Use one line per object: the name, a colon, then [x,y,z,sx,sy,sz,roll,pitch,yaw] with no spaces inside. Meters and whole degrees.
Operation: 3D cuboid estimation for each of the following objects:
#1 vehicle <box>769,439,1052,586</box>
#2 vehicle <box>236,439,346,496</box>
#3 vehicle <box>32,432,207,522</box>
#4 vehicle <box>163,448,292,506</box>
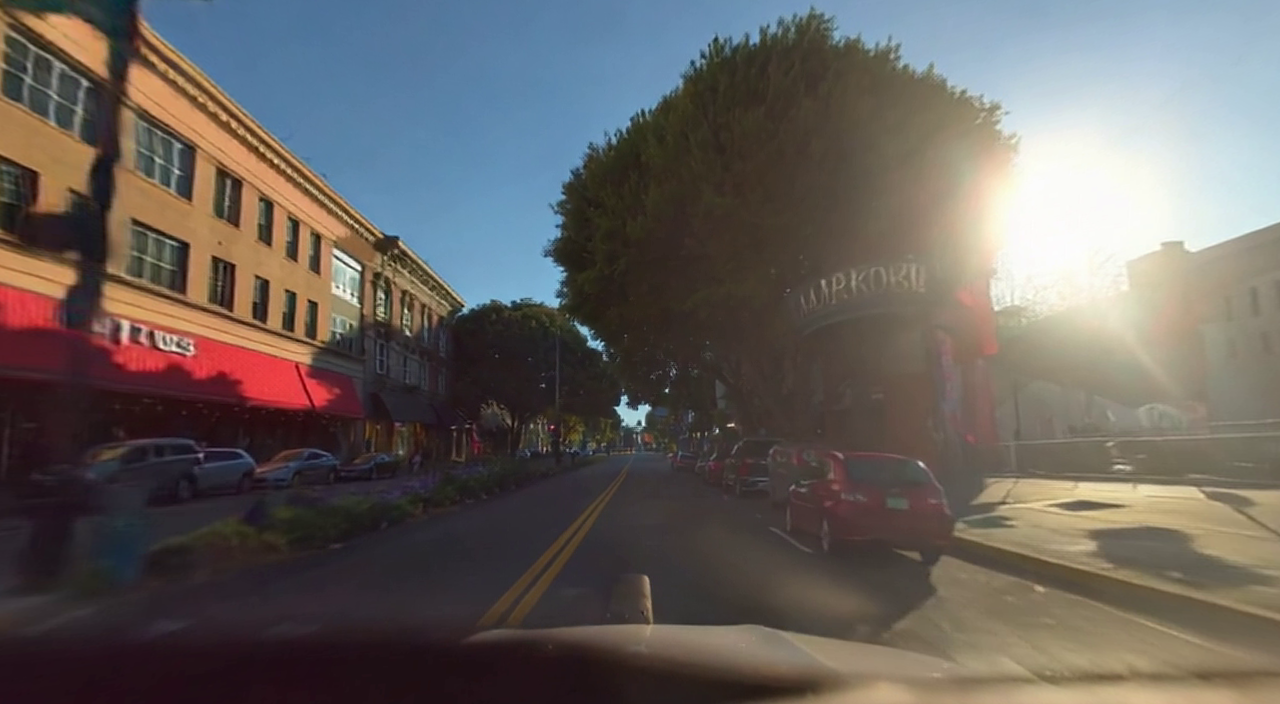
vehicle: [3.357,2.062,9.019,2.120,1.560,4.402,0,-9,0]
vehicle: [-12.575,4.080,22.604,4.606,1.809,1.961,-8,-12,42]
vehicle: [-12.445,2.865,14.996,4.447,1.790,2.206,-7,-11,39]
vehicle: [-12.176,3.560,18.500,4.379,1.480,1.956,-8,-12,41]
